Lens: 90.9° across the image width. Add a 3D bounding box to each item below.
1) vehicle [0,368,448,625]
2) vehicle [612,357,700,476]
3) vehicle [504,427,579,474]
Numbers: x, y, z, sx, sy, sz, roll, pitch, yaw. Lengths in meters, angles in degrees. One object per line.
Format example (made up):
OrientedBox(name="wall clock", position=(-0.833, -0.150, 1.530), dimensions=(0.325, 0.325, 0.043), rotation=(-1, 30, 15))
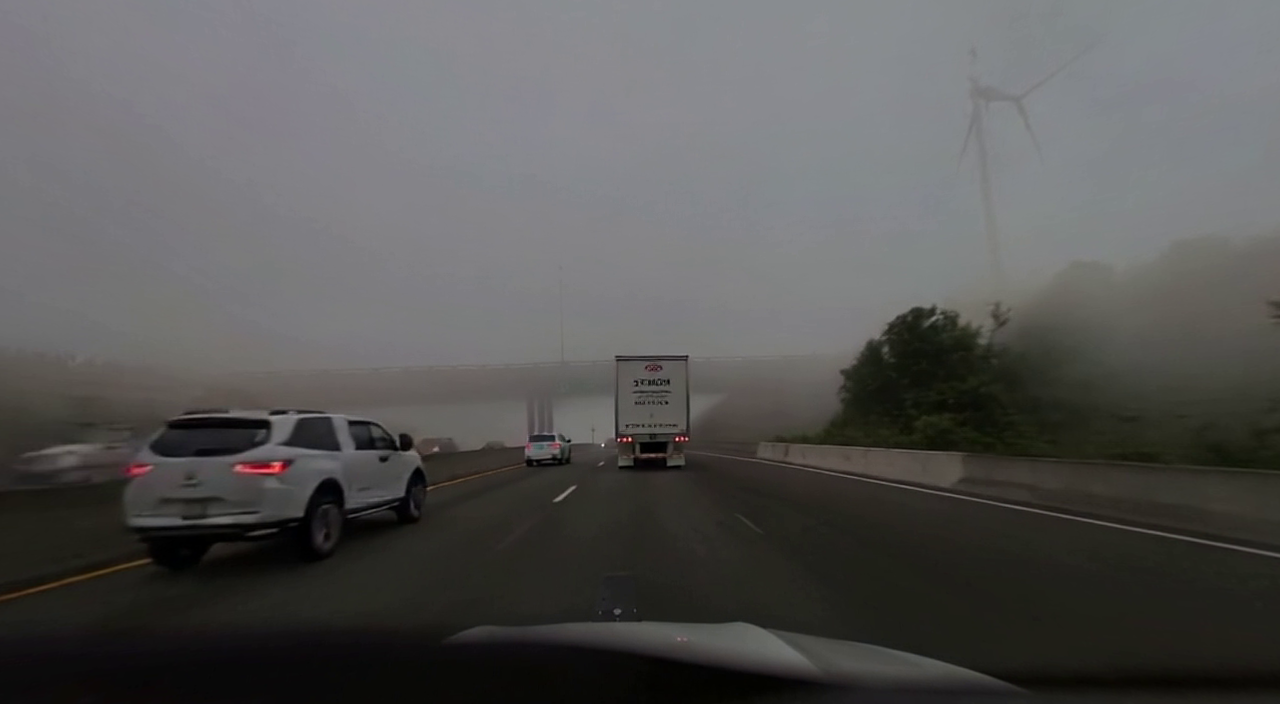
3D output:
OrientedBox(name="vehicle", position=(-3.938, 1.319, 6.812), dimensions=(2.283, 1.814, 4.568), rotation=(0, -8, 0))
OrientedBox(name="vehicle", position=(0.508, 2.991, 27.516), dimensions=(2.906, 3.990, 12.551), rotation=(0, -8, 0))
OrientedBox(name="vehicle", position=(-3.807, 3.893, 25.258), dimensions=(2.167, 1.686, 4.946), rotation=(0, -8, 1))
